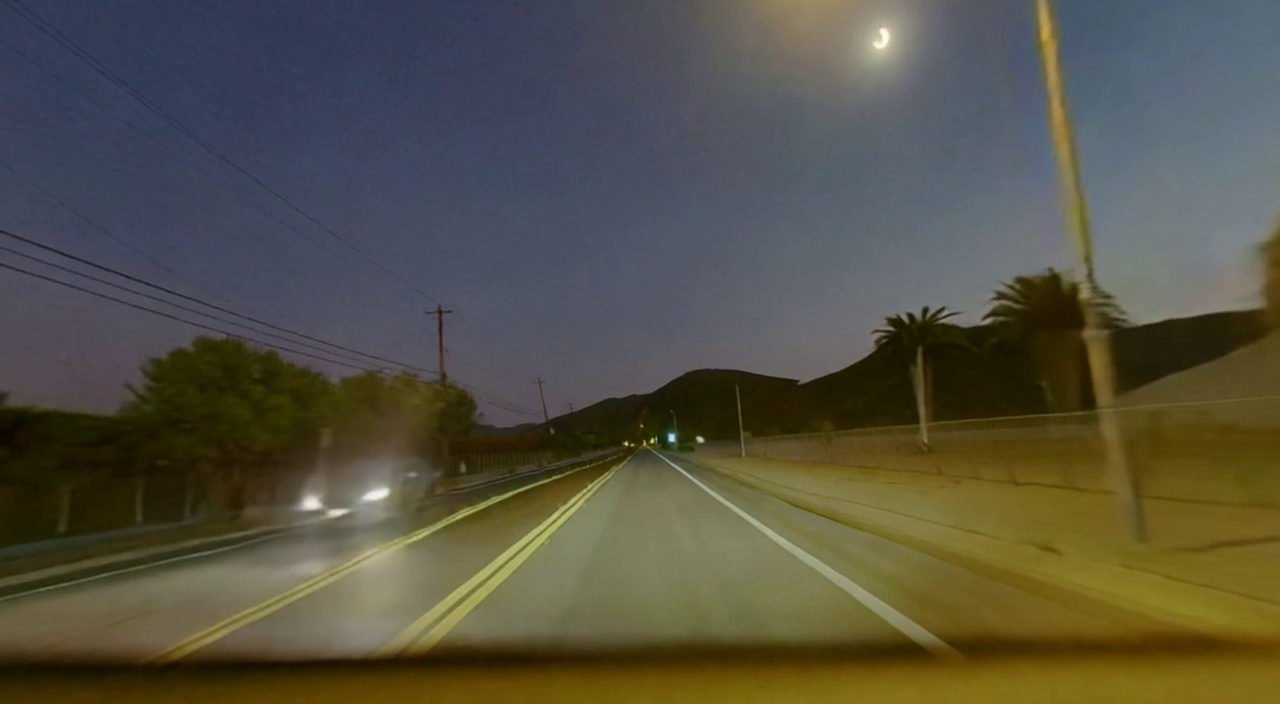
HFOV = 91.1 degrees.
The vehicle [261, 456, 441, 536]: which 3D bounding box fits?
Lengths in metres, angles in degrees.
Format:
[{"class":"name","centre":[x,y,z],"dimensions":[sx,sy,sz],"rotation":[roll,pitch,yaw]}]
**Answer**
[{"class":"vehicle","centre":[-6.508,3.252,14.865],"dimensions":[1.973,1.487,4.612],"rotation":[0,-8,1]}]
